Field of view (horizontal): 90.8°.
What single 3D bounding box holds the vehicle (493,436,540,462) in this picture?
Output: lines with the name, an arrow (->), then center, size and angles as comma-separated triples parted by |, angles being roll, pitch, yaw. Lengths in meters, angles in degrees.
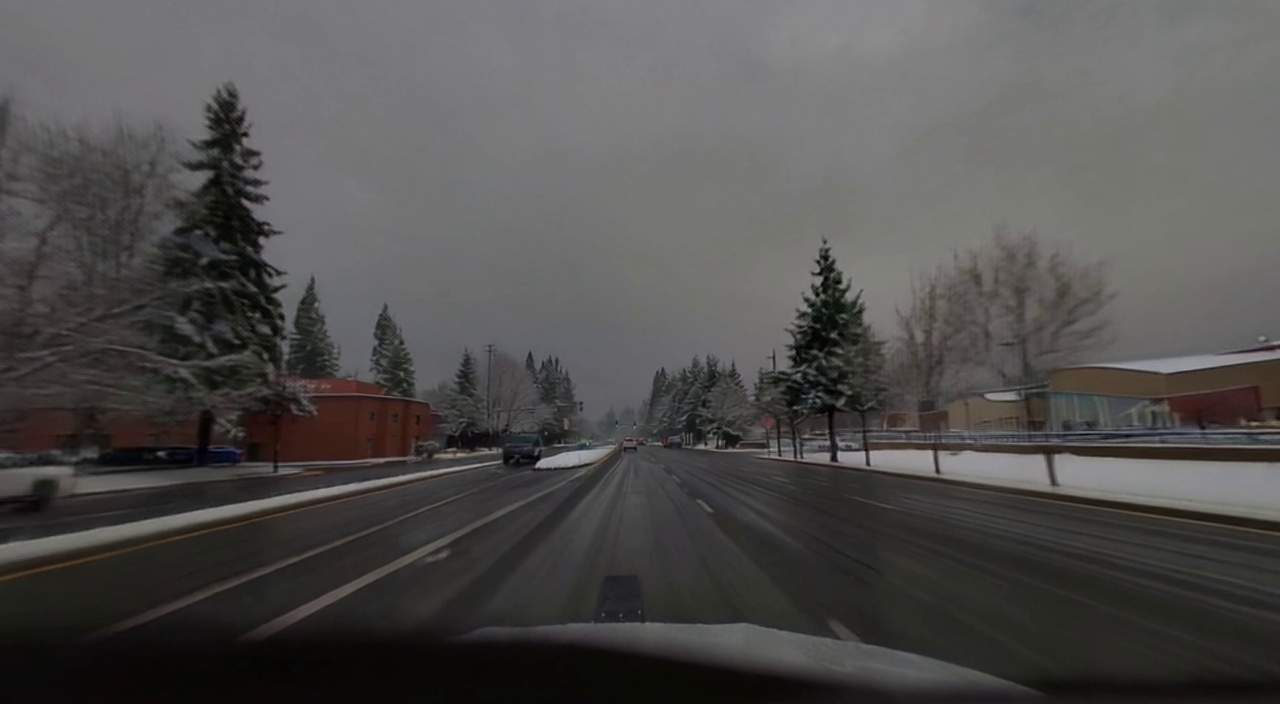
vehicle -> -9.016, 7.039, 45.877 | 1.958, 1.774, 4.497 | 5, -10, -30
